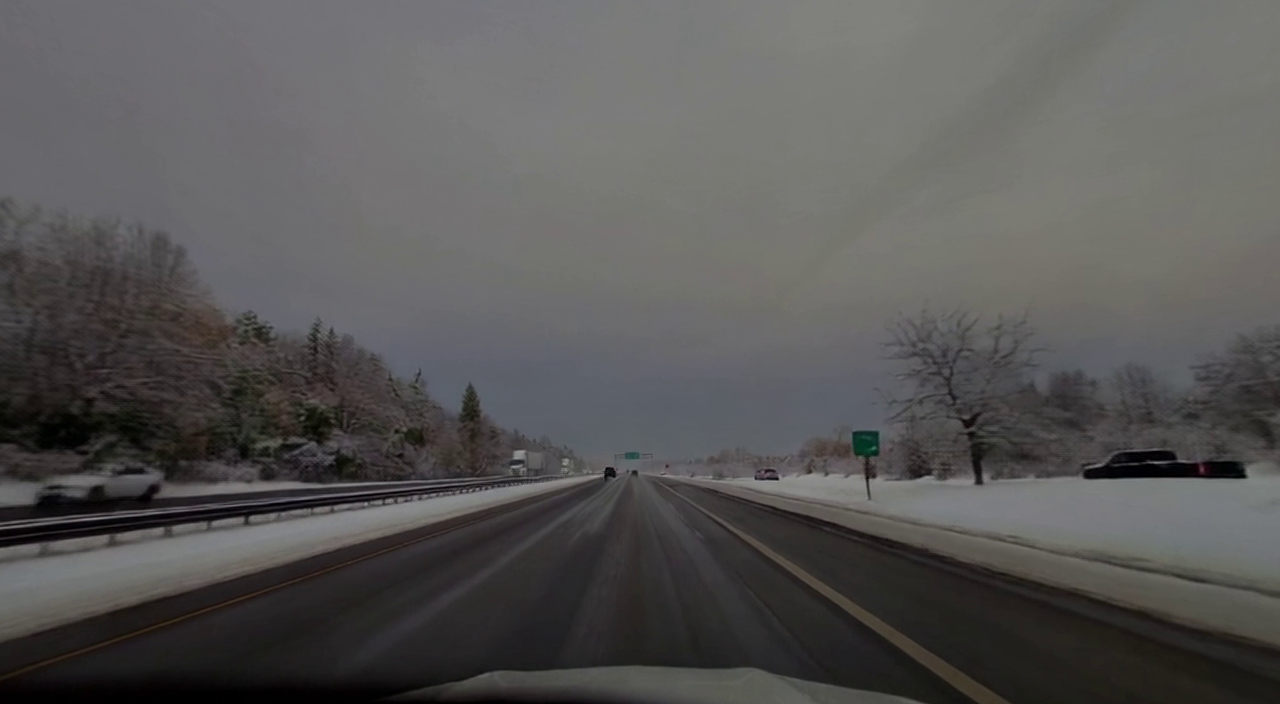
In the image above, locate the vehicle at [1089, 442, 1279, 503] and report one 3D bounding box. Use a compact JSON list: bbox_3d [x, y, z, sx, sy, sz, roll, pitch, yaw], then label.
[{"bbox_3d":[15.685,3.524,18.461,1.973,1.540,3.978,1,-11,-3],"label":"vehicle"}]
